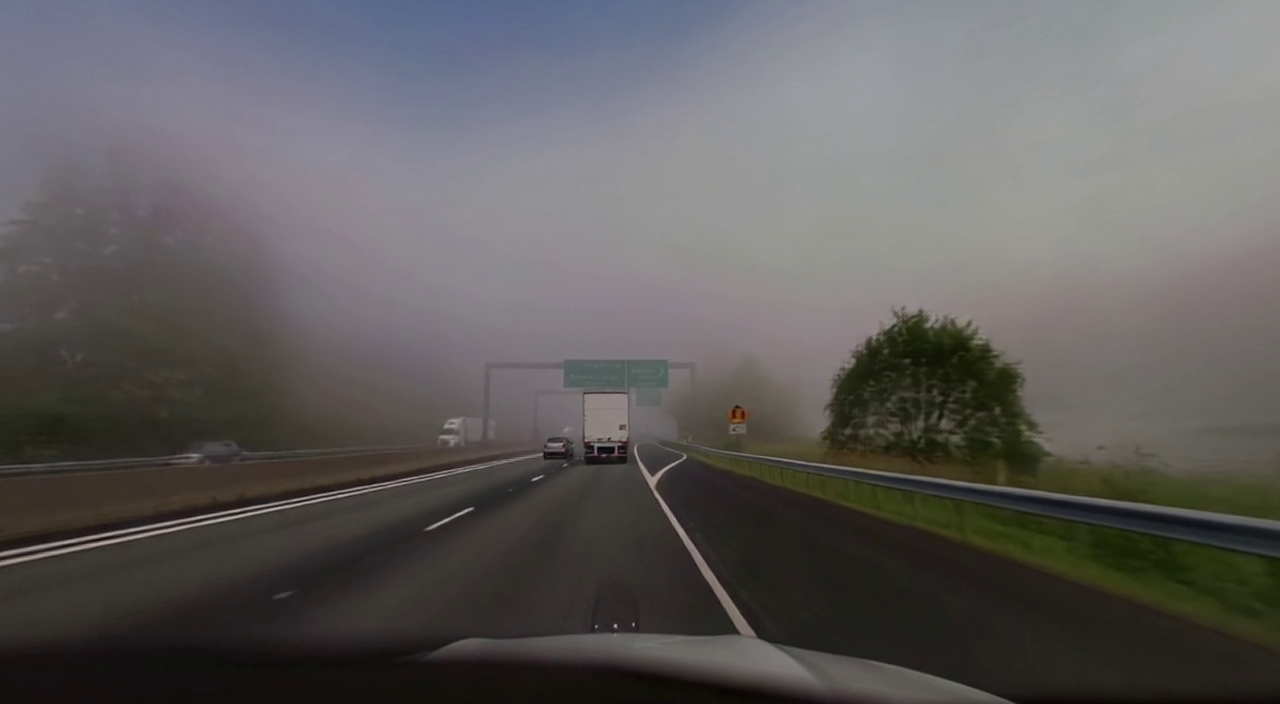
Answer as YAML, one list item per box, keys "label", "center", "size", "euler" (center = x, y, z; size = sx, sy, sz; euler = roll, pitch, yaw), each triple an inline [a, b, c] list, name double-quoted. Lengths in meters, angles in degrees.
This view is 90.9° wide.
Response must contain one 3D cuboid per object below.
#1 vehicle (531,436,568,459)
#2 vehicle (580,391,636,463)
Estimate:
- label: "vehicle"
  center: [-6.019, 6.422, 42.469]
  size: [1.931, 1.479, 4.083]
  euler: [0, -8, -1]
- label: "vehicle"
  center: [-1.790, 4.484, 37.129]
  size: [2.855, 3.741, 8.587]
  euler: [0, -8, -2]
